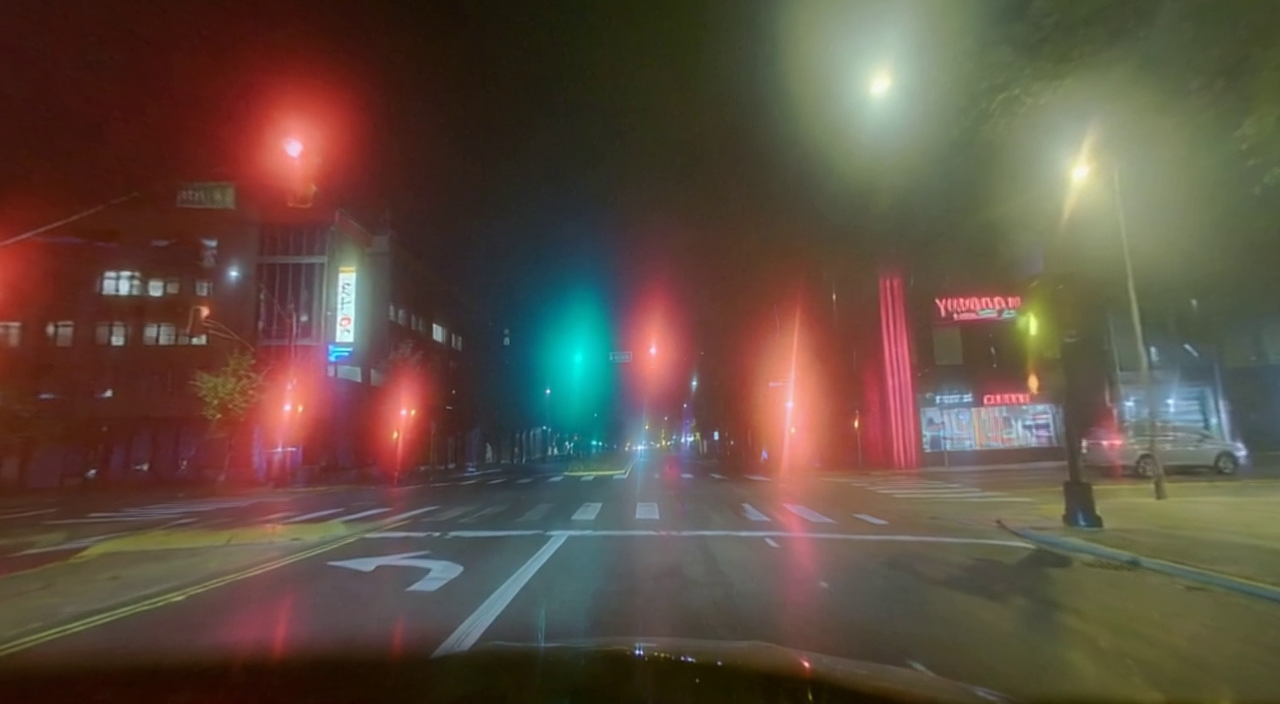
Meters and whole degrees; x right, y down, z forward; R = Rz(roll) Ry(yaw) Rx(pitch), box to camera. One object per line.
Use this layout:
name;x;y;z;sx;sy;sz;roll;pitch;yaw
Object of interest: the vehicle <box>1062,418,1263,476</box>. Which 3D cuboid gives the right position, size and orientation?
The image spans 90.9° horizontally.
vehicle;17.138;3.145;20.883;4.836;1.795;1.957;0;-9;0
